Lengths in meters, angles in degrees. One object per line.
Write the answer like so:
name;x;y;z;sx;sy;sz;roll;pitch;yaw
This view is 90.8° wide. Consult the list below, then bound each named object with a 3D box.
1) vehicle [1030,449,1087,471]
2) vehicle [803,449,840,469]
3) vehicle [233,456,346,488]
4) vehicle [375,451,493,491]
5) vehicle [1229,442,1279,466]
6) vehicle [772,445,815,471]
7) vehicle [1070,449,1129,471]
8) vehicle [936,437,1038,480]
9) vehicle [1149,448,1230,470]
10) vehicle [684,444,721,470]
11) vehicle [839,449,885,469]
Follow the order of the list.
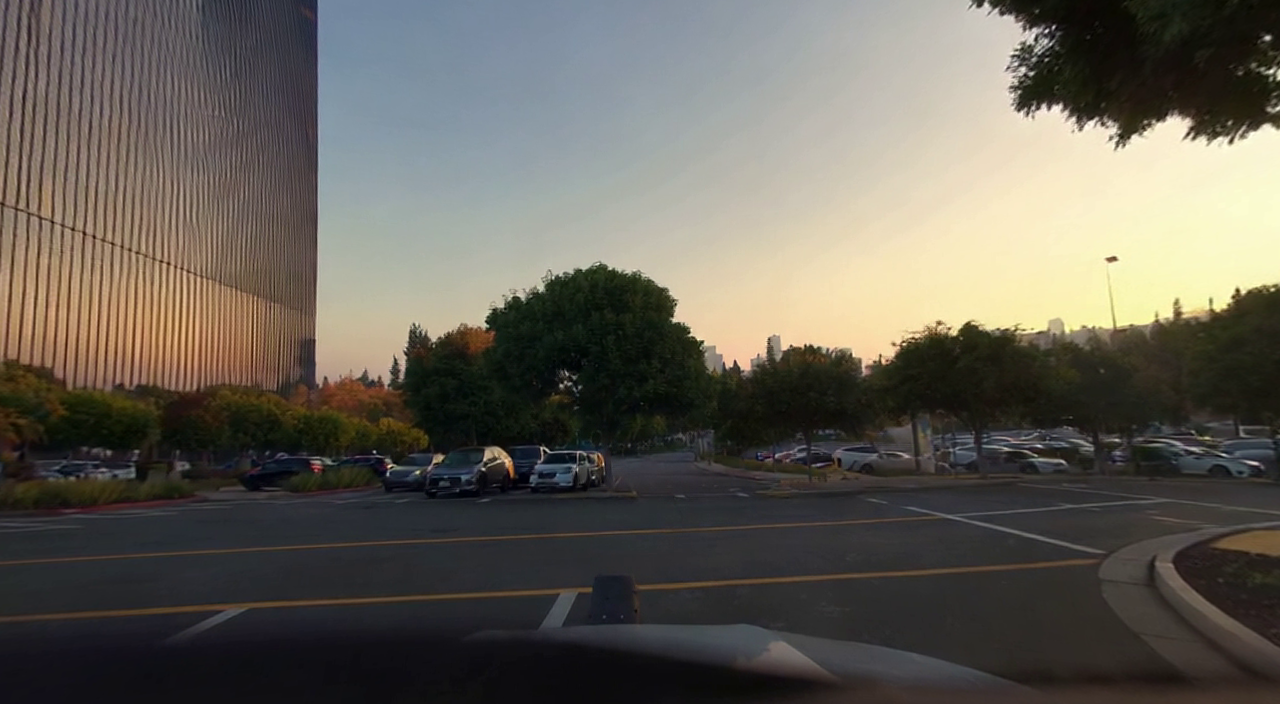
vehicle;28.350;7.321;42.901;1.495;1.371;3.336;-1;-9;0
vehicle;14.168;8.341;49.512;1.935;1.477;3.719;0;-9;3
vehicle;-16.694;5.702;30.224;4.331;1.437;1.876;0;-8;3
vehicle;-8.698;4.978;26.770;4.442;1.504;1.809;5;-10;-28
vehicle;43.053;6.919;42.947;1.758;1.572;4.421;0;-8;1
vehicle;10.532;7.269;43.550;1.936;1.673;4.305;0;-8;1
vehicle;31.334;7.372;43.201;1.519;1.371;3.278;0;-8;0
vehicle;16.471;5.063;30.355;2.048;1.852;4.998;0;-9;0
vehicle;37.014;7.213;42.714;1.678;1.423;4.191;0;-9;0
vehicle;4.597;7.784;47.120;2.262;1.794;5.331;0;-8;1
vehicle;17.094;8.251;48.870;1.971;1.478;4.477;0;-8;1
